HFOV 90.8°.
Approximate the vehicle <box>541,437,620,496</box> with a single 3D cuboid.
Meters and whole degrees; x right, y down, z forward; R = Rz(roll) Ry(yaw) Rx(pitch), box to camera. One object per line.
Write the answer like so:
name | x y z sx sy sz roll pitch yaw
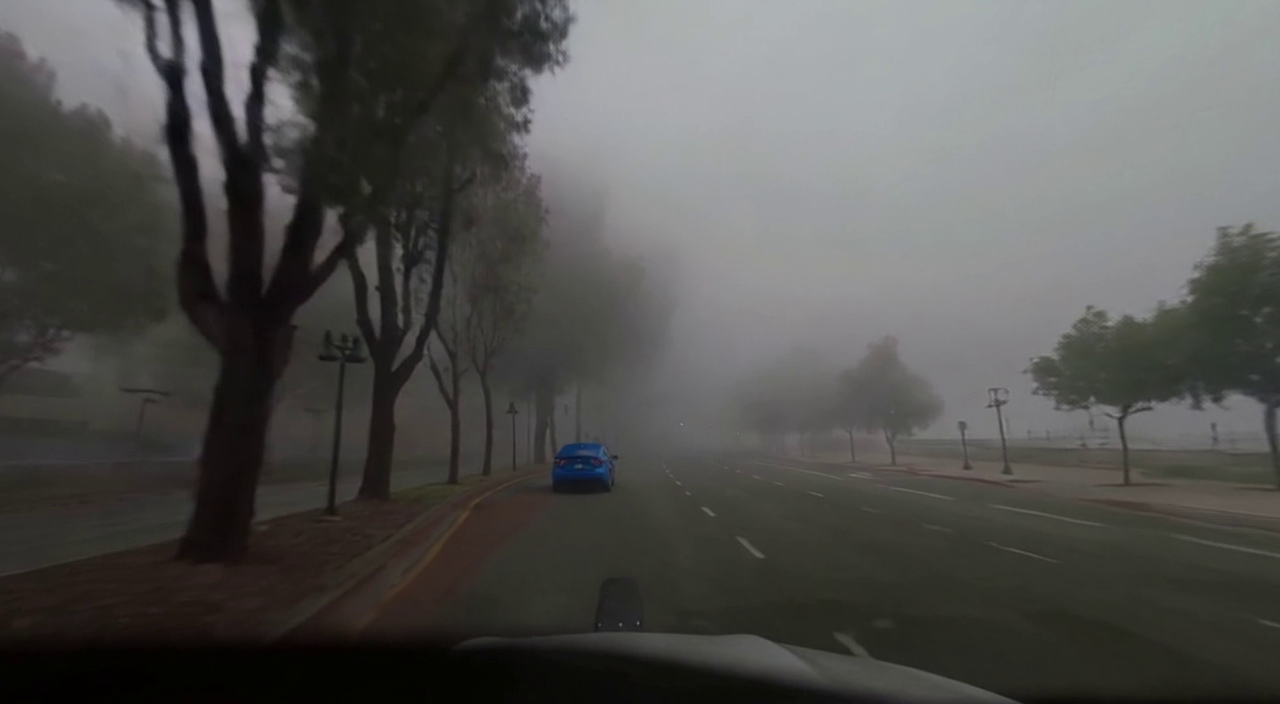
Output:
vehicle | -1.674 3.286 18.582 2.042 1.479 4.601 0 -8 -4
